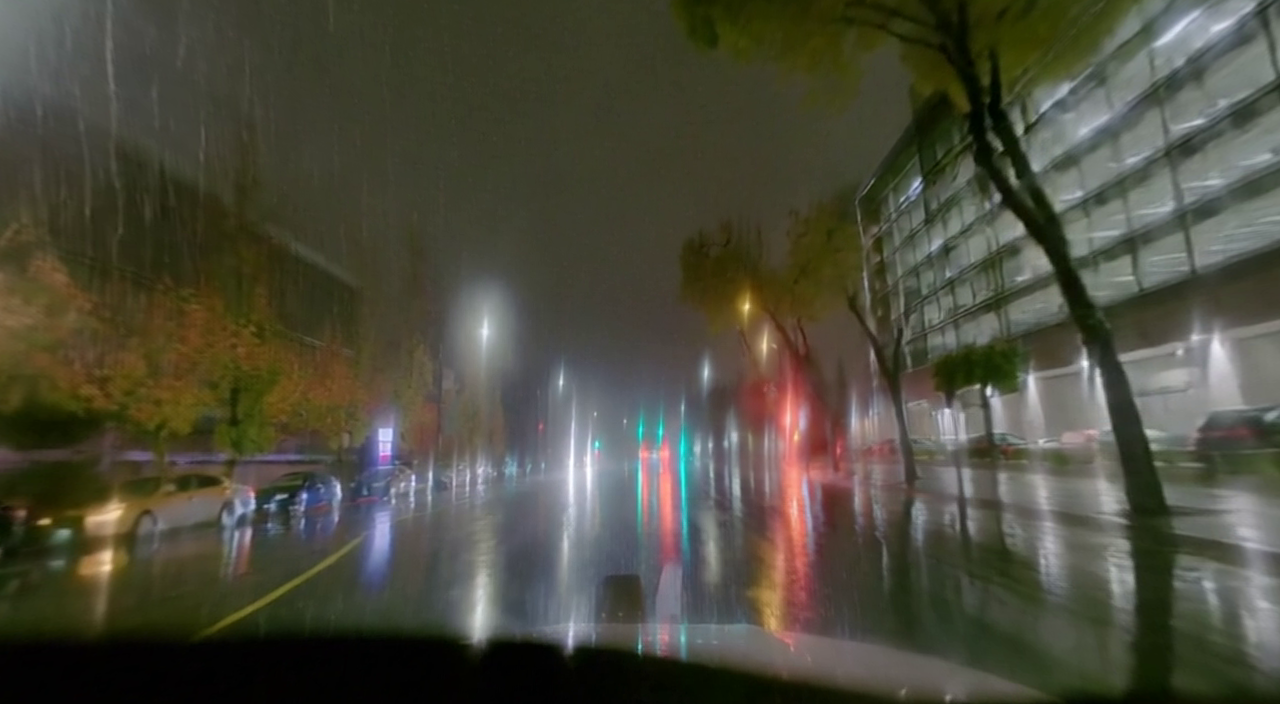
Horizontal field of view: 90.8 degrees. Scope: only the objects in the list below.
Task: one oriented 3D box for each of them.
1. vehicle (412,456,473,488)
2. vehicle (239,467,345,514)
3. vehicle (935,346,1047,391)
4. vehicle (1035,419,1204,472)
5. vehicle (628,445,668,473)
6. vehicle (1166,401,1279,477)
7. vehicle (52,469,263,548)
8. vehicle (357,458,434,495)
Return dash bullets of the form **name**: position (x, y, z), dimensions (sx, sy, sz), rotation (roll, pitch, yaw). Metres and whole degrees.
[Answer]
- **vehicle**: position (-11.871, 7.220, 38.334), dimensions (2.016, 1.627, 4.742), rotation (-2, -8, 3)
- **vehicle**: position (-12.721, 5.044, 23.367), dimensions (1.646, 1.462, 3.740), rotation (0, -8, 2)
- **vehicle**: position (15.402, 0.761, 27.877), dimensions (3.766, 1.708, 1.810), rotation (-1, -10, 6)
- **vehicle**: position (14.505, 2.857, 19.295), dimensions (3.556, 1.414, 1.851), rotation (-2, -9, 2)
- **vehicle**: position (0.507, 5.996, 35.540), dimensions (2.051, 1.454, 4.132), rotation (-1, -8, 3)
- **vehicle**: position (15.241, 1.792, 14.119), dimensions (4.750, 1.519, 2.276), rotation (-5, -9, 2)
- **vehicle**: position (-12.932, 4.173, 17.422), dimensions (1.984, 1.635, 4.525), rotation (-4, -9, 5)
- **vehicle**: position (-12.263, 6.242, 31.975), dimensions (1.997, 1.668, 4.084), rotation (-1, -8, 5)
